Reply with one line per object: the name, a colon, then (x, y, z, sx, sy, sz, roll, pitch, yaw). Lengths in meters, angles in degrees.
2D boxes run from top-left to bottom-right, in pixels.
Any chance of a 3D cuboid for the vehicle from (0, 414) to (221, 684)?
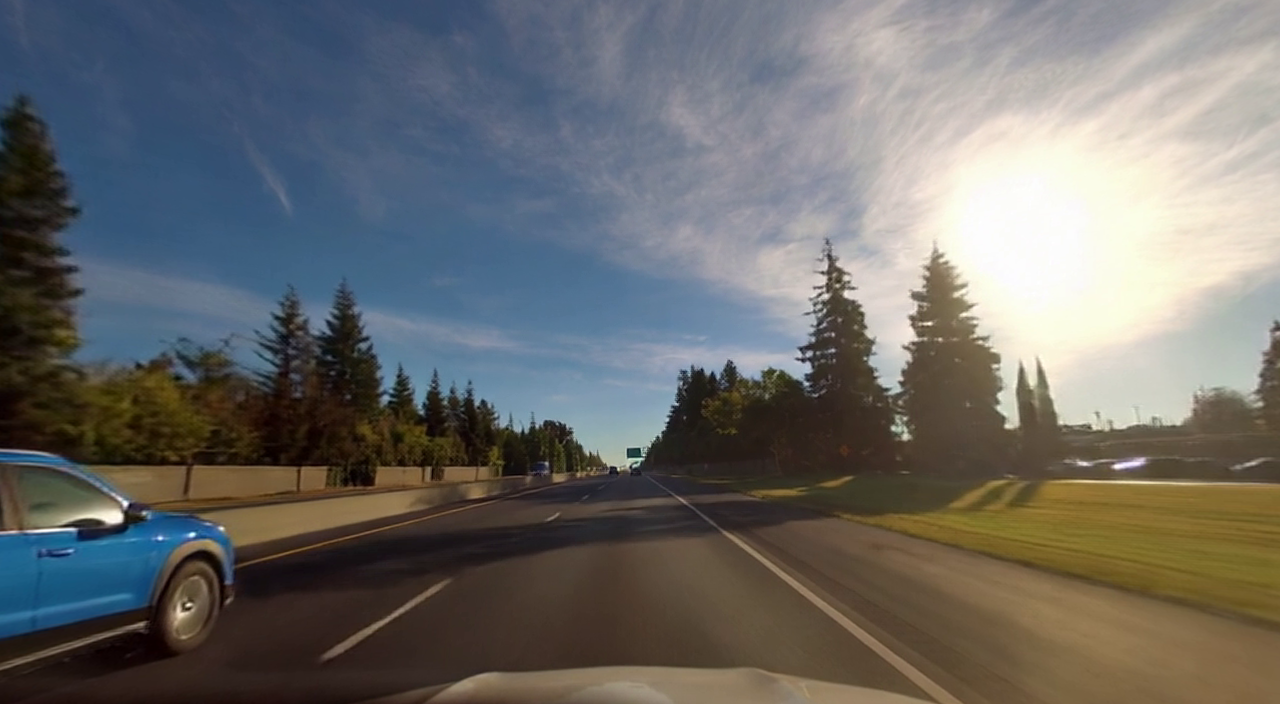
vehicle: (-4.651, 1.093, 3.446, 1.914, 1.534, 4.015, 1, -10, 0)
